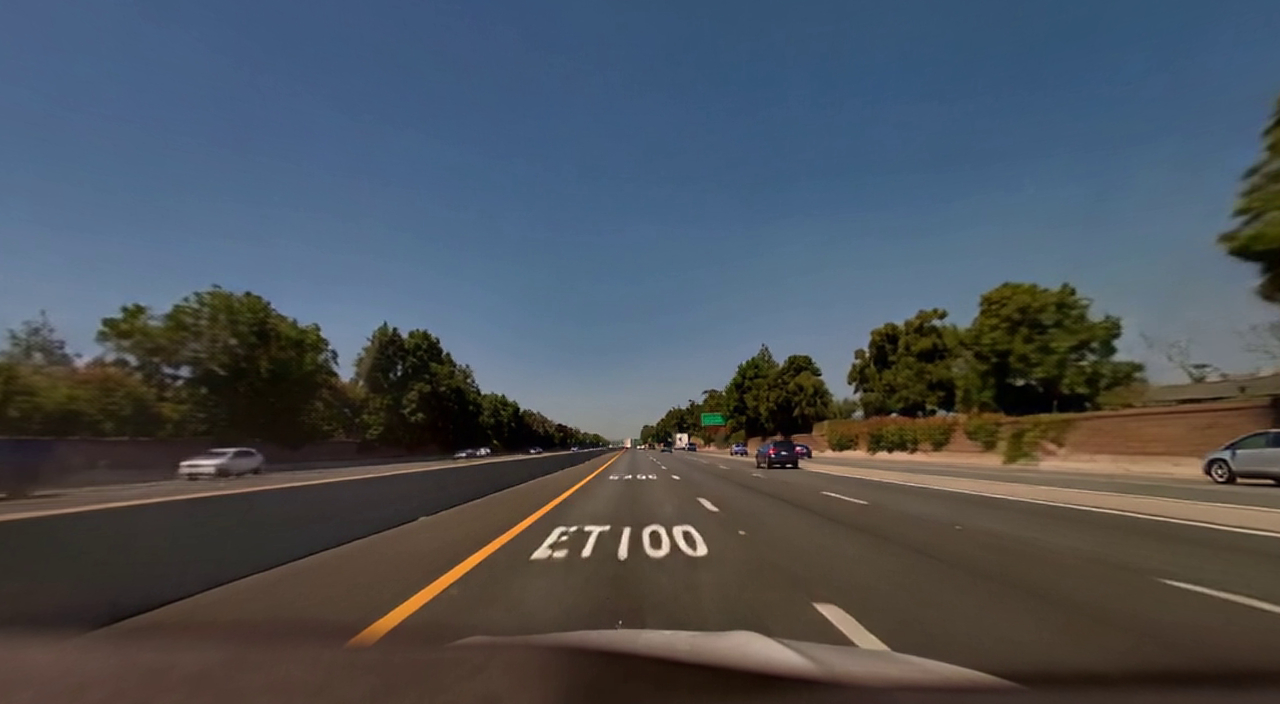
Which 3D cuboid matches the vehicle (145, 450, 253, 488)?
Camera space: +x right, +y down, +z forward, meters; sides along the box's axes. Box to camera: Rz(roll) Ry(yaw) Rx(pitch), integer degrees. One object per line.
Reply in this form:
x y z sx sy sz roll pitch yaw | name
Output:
-20.986 5.536 30.369 1.879 1.647 4.631 0 -9 -1 | vehicle

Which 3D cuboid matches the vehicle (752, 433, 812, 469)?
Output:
7.670 5.407 34.587 2.098 1.820 4.505 0 -9 -2 | vehicle
